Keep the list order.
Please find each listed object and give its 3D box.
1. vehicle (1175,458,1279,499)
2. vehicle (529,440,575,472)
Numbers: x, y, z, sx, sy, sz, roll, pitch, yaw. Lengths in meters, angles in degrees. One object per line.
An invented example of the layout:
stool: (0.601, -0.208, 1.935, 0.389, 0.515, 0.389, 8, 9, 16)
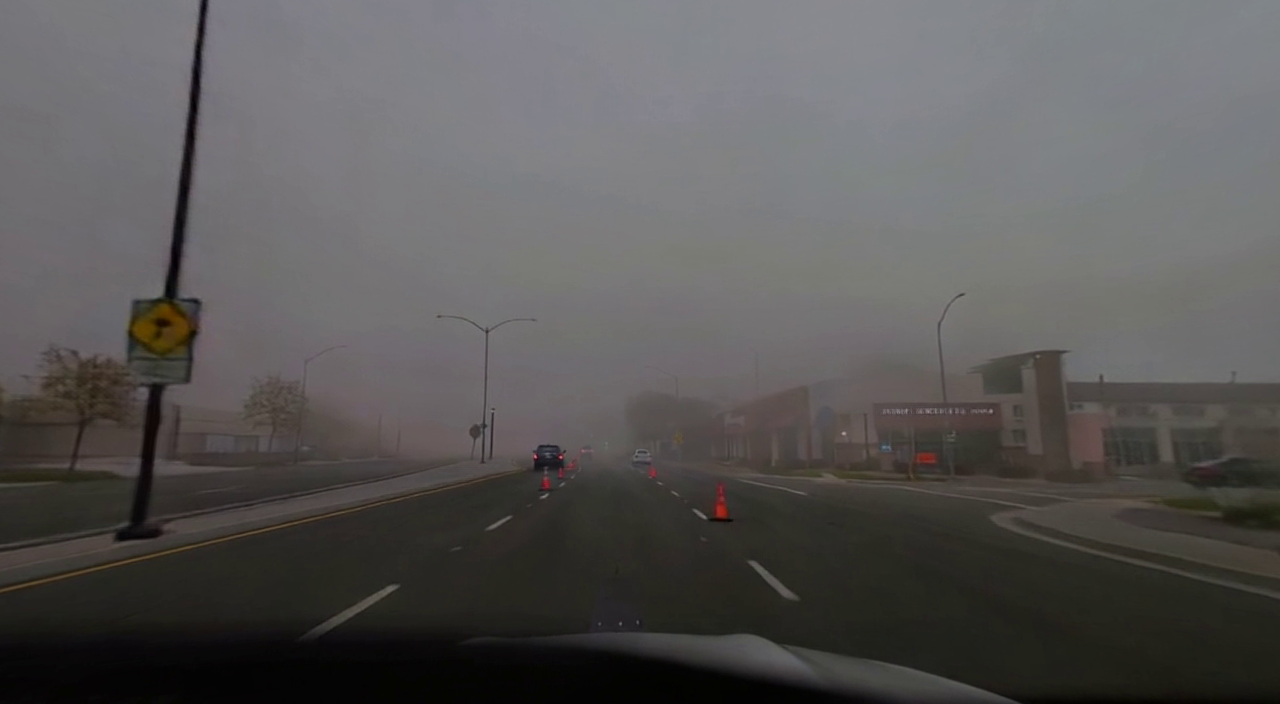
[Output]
vehicle: (25.779, 5.277, 26.634, 4.906, 1.447, 2.076, 1, -5, -7)
vehicle: (-5.078, 6.074, 36.998, 2.381, 1.721, 4.186, 0, -9, -4)
